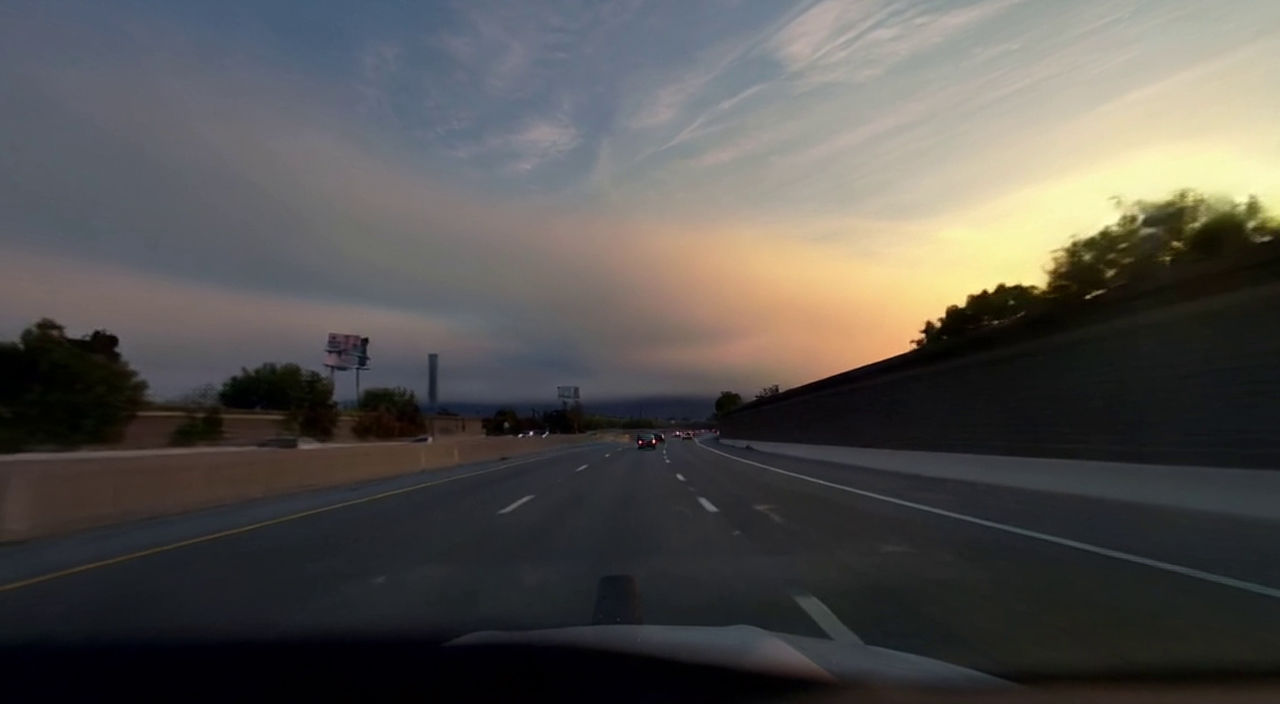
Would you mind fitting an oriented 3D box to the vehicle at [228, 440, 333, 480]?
[{"bbox_3d":[-15.409,4.616,27.261,1.963,1.491,4.329,-1,-8,1],"label":"vehicle"}]

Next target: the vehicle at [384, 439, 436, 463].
[{"bbox_3d":[-14.936,6.434,41.051,1.833,1.448,4.087,0,-8,0],"label":"vehicle"}]

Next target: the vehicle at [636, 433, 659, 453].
[{"bbox_3d":[0.582,7.173,49.650,1.771,1.480,3.781,0,-8,0],"label":"vehicle"}]
